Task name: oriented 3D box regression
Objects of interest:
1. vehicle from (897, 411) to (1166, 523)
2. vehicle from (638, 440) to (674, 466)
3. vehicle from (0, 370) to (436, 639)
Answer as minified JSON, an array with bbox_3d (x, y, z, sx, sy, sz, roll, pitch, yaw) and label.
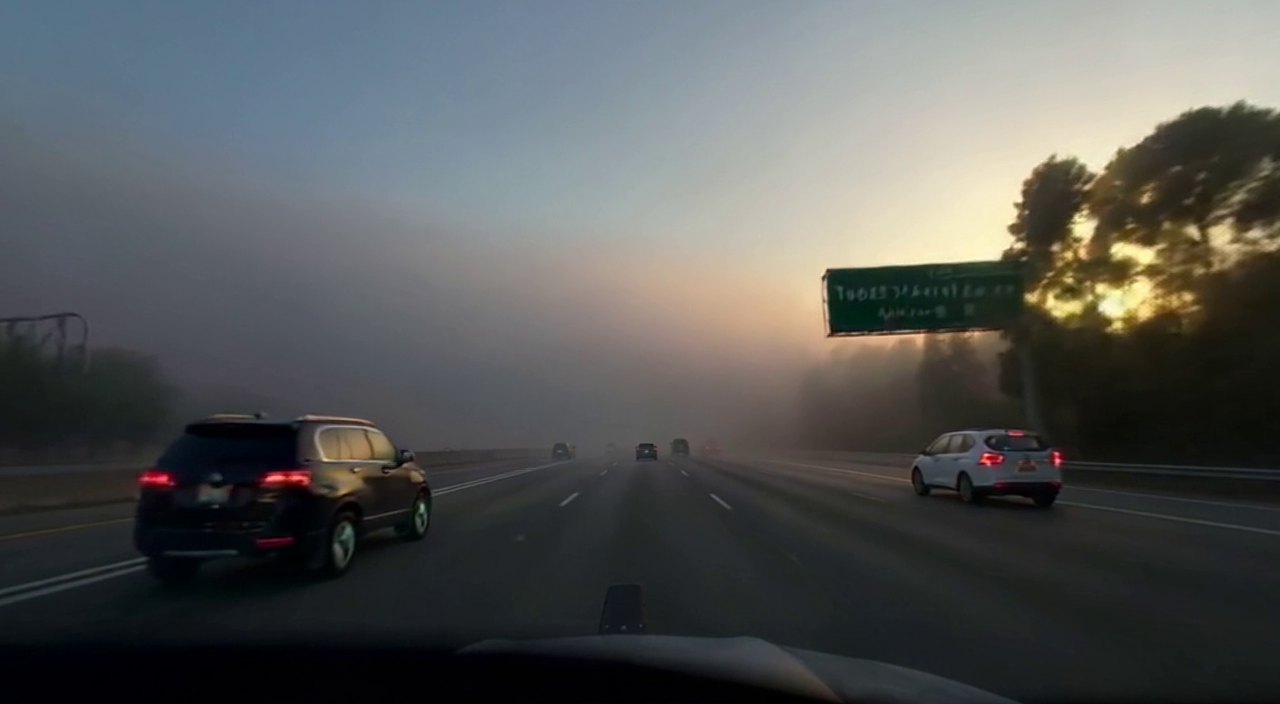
[{"bbox_3d":[7.284,2.205,12.607,2.123,1.756,4.959,0,-8,-1],"label":"vehicle"},{"bbox_3d":[0.905,6.104,38.368,2.050,1.452,3.917,0,-8,-1],"label":"vehicle"},{"bbox_3d":[-4.036,1.351,6.630,2.118,1.750,4.875,0,-8,0],"label":"vehicle"}]
